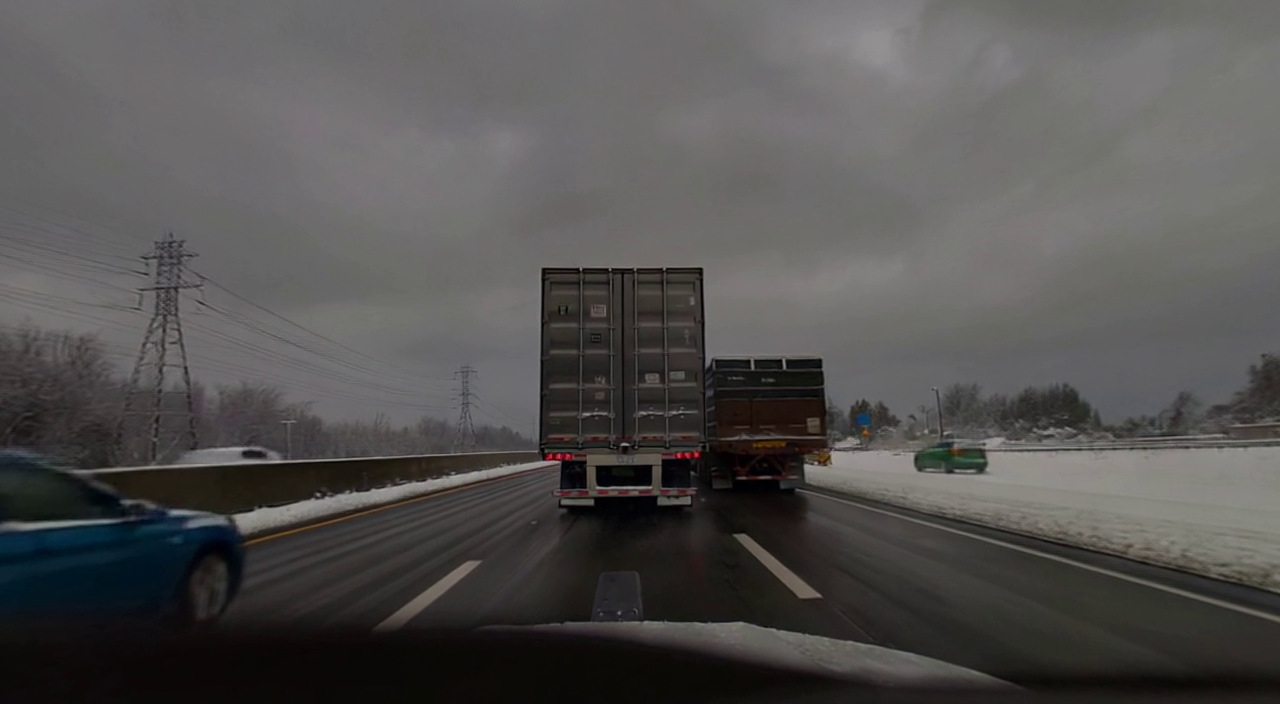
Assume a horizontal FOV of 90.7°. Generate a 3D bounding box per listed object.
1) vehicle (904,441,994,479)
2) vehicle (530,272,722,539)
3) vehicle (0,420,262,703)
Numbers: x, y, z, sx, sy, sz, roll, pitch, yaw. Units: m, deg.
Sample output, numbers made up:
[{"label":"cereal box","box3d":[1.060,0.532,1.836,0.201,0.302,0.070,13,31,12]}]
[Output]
[{"label":"vehicle","box3d":[12.781,4.485,26.439,1.766,1.452,3.703,0,-9,-2]},{"label":"vehicle","box3d":[-0.215,1.646,15.660,2.841,4.071,12.046,0,-9,0]},{"label":"vehicle","box3d":[-4.184,1.068,2.975,1.993,1.475,4.540,0,-9,0]}]
